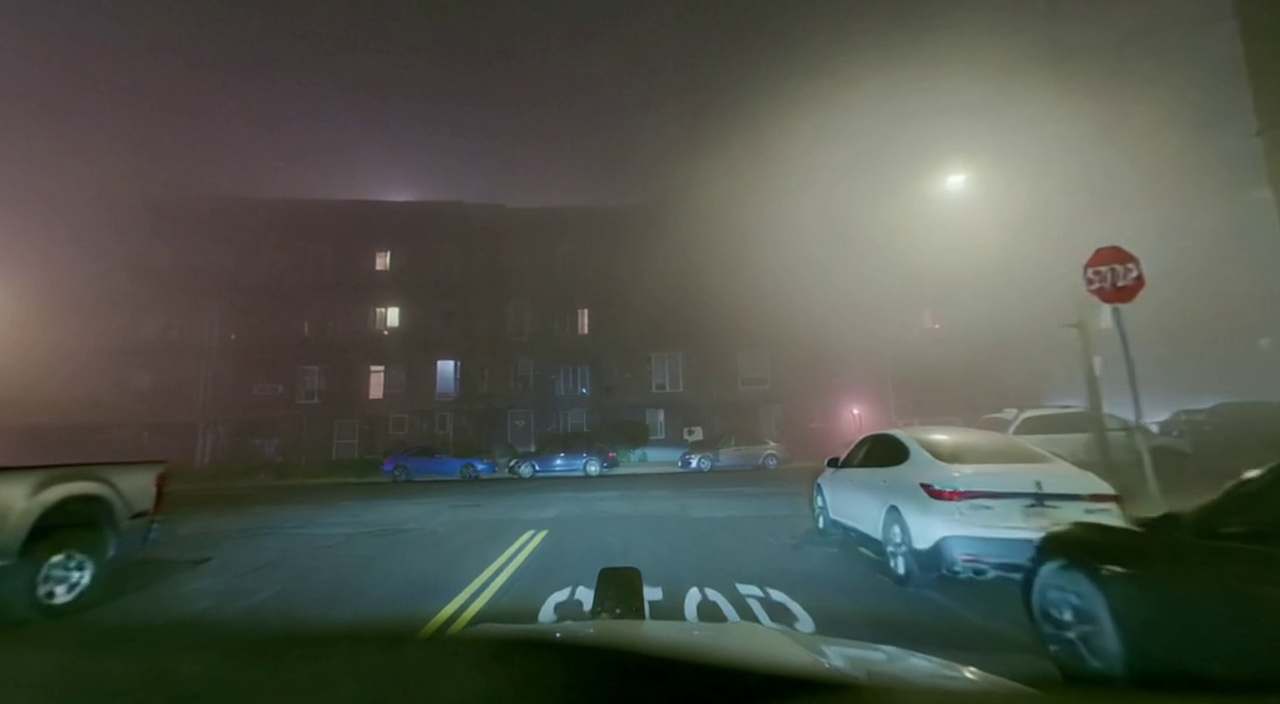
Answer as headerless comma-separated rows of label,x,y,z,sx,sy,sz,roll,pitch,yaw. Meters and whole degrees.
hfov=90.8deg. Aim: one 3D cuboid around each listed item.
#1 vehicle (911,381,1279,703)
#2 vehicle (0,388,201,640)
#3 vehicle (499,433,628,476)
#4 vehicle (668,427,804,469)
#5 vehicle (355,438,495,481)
vehicle,3.143,0.878,2.258,2.024,1.503,4.565,1,-8,-5
vehicle,-5.922,1.131,4.077,2.208,1.903,6.040,1,-8,-4
vehicle,-2.744,3.755,23.260,4.489,1.470,1.776,1,-8,-4
vehicle,3.475,3.575,23.496,4.681,1.480,1.817,1,-8,-3
vehicle,-7.672,3.878,22.897,4.423,1.449,1.813,1,-8,-5
